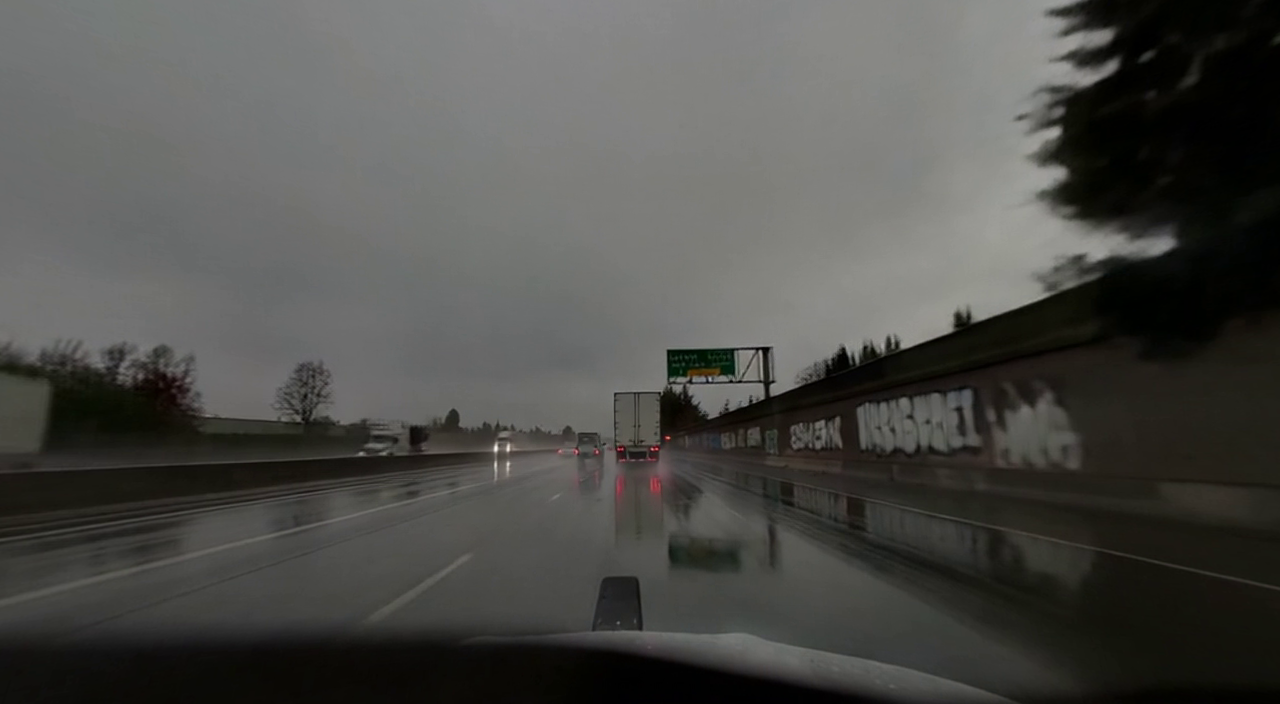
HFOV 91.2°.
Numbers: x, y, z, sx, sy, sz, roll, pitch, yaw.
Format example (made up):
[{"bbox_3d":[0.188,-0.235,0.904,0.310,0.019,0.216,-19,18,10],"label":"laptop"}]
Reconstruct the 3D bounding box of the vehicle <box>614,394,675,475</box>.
[{"bbox_3d":[0.138,4.943,36.810,3.042,4.023,10.832,0,-9,-1],"label":"vehicle"}]

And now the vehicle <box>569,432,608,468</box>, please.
[{"bbox_3d":[-3.564,6.946,44.614,2.278,2.369,5.249,0,-9,1],"label":"vehicle"}]

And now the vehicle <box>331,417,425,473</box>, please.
[{"bbox_3d":[-19.180,6.965,46.728,2.929,3.679,9.326,0,-9,0],"label":"vehicle"}]
